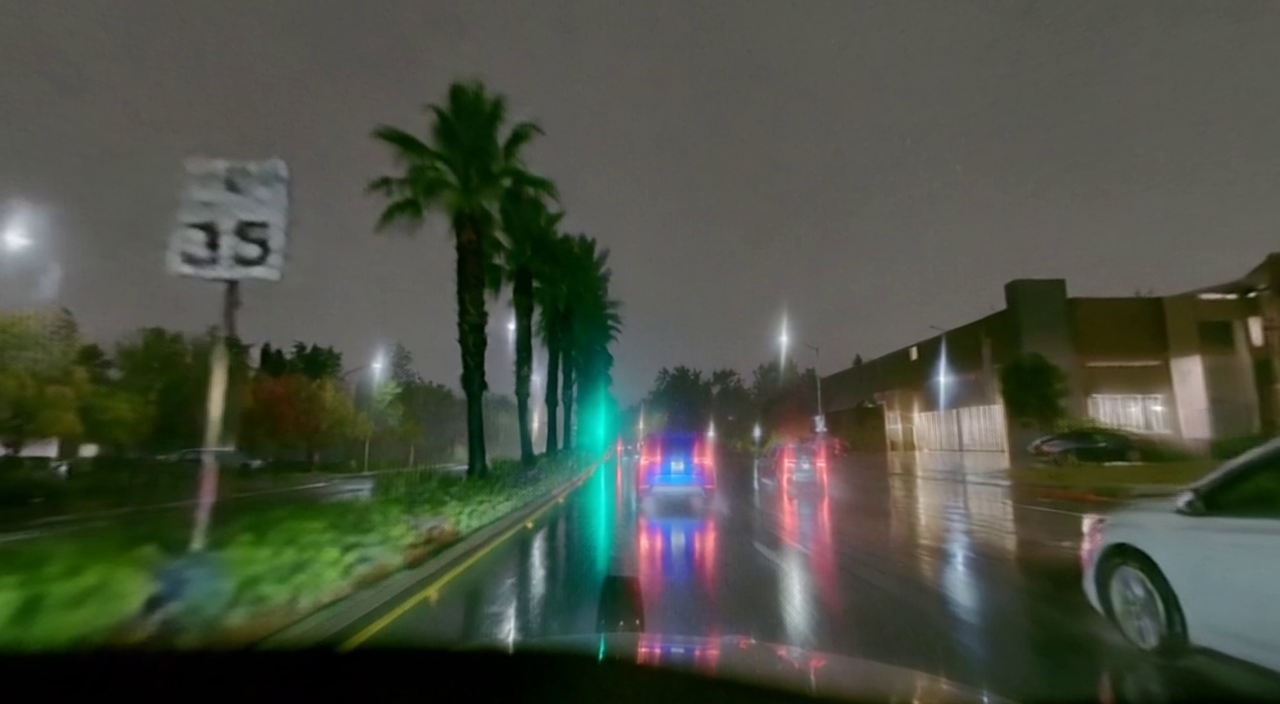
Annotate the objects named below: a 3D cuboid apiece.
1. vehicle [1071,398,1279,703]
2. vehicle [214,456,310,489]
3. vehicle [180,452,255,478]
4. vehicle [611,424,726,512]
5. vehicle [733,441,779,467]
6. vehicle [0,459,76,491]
[{"bbox_3d":[3.756,0.790,1.723,1.941,1.472,4.570,0,-8,0],"label":"vehicle"},{"bbox_3d":[-19.441,6.188,32.776,1.848,1.460,4.641,-1,-8,4],"label":"vehicle"},{"bbox_3d":[-29.387,7.822,44.071,2.288,1.552,4.195,-1,-8,1],"label":"vehicle"},{"bbox_3d":[0.463,2.587,14.559,2.239,1.693,4.301,0,-8,-3],"label":"vehicle"},{"bbox_3d":[6.979,6.152,38.426,1.930,1.457,4.267,0,-8,-2],"label":"vehicle"},{"bbox_3d":[-31.367,6.206,32.122,1.765,1.417,3.827,0,-8,0],"label":"vehicle"}]
